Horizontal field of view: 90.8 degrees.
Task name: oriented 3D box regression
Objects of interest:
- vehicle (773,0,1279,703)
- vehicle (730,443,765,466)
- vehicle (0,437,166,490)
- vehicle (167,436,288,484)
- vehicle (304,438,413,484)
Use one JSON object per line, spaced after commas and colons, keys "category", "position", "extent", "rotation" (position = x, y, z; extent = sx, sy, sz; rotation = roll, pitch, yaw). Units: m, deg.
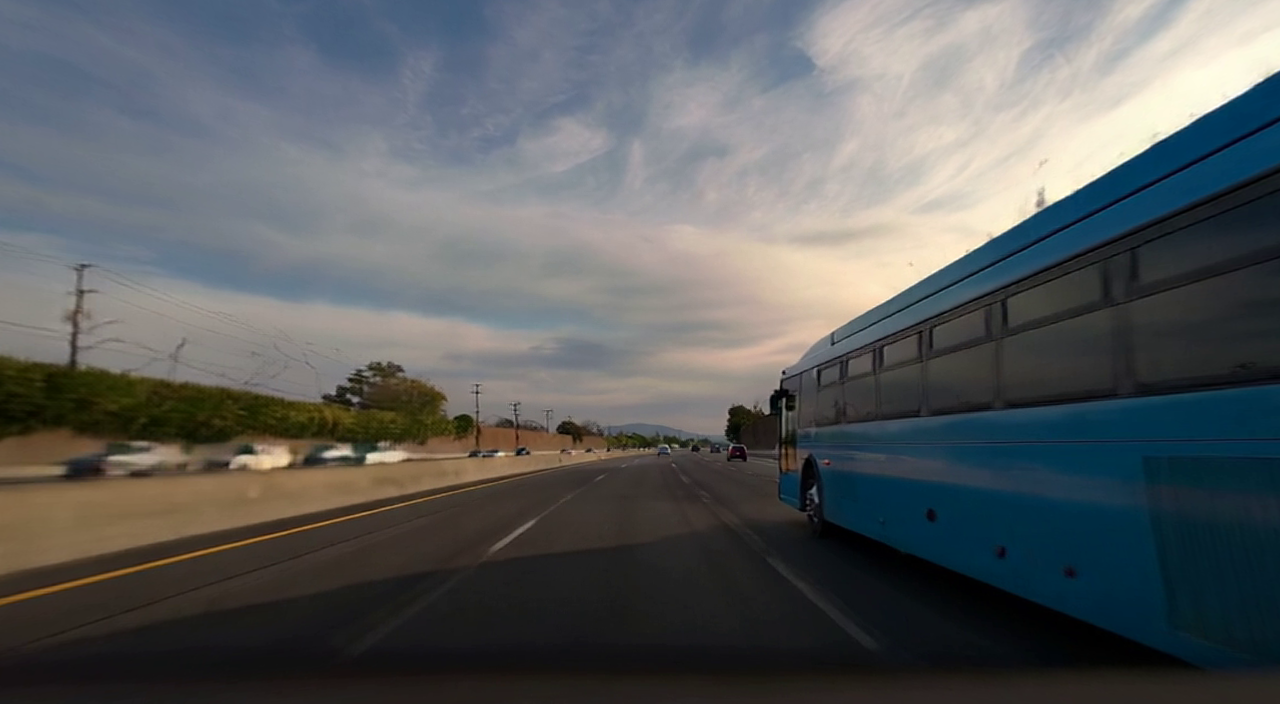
{"category": "vehicle", "position": [4.160, 0.264, 5.237], "extent": [3.144, 3.580, 14.591], "rotation": [0, -8, 1]}
{"category": "vehicle", "position": [8.117, 7.737, 47.917], "extent": [2.032, 1.654, 4.089], "rotation": [0, -8, 1]}
{"category": "vehicle", "position": [-21.500, 4.280, 24.626], "extent": [2.153, 1.821, 4.865], "rotation": [0, -8, 1]}
{"category": "vehicle", "position": [-17.517, 4.583, 27.148], "extent": [1.979, 1.859, 4.587], "rotation": [0, -8, 1]}
{"category": "vehicle", "position": [-11.030, 4.279, 25.203], "extent": [2.165, 1.646, 4.553], "rotation": [0, -8, 1]}
